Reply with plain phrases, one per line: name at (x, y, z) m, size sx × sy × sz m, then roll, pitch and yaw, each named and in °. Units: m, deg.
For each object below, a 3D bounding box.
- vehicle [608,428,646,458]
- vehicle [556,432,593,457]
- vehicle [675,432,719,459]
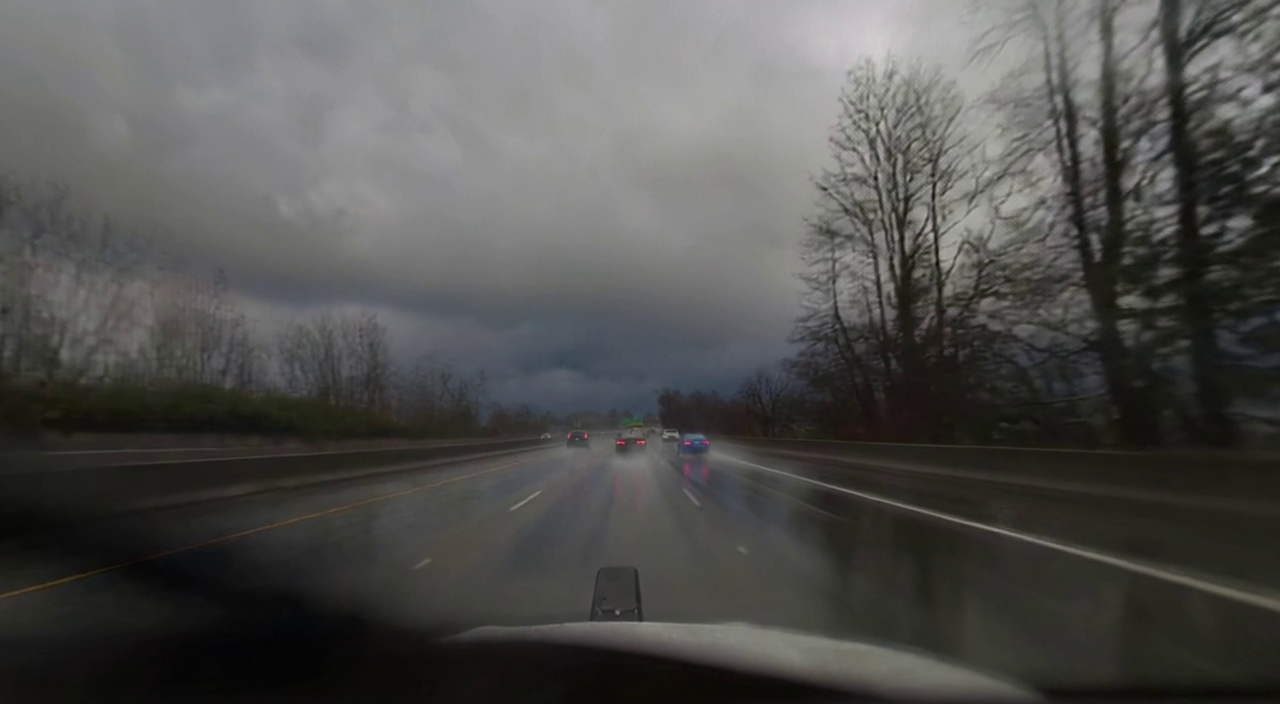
vehicle at (-0.777, 5.517, 38.113) m, size 2.182 × 1.680 × 4.253 m, roll 0°, pitch -8°, yaw -1°
vehicle at (-4.189, 5.979, 40.727) m, size 2.041 × 1.546 × 4.080 m, roll 0°, pitch -8°, yaw -1°
vehicle at (3.312, 5.510, 37.155) m, size 2.056 × 1.479 × 4.660 m, roll 0°, pitch -8°, yaw -1°
